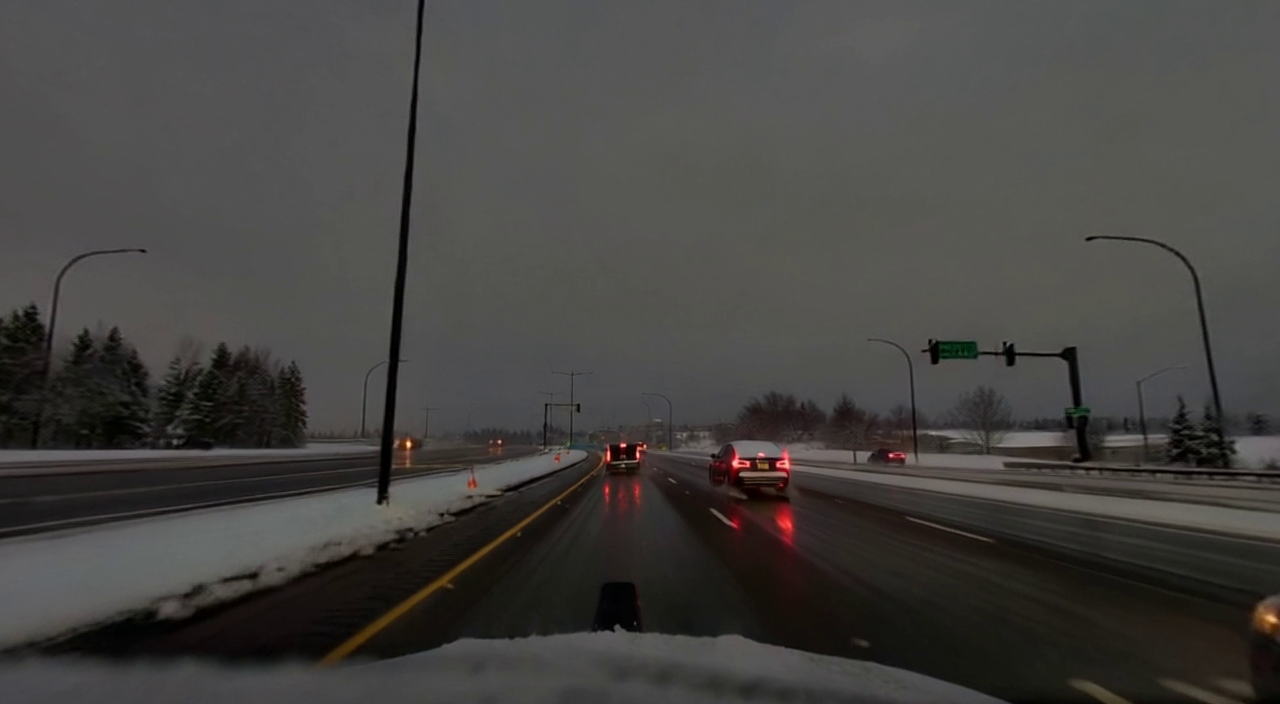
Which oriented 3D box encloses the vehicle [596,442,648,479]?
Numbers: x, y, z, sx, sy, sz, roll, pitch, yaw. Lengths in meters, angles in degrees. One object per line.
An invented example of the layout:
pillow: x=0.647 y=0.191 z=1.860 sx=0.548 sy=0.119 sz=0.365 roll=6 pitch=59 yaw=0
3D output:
vehicle: x=-0.751 y=4.671 z=27.387 sx=2.069 sy=1.470 sz=4.004 roll=0 pitch=-9 yaw=-1

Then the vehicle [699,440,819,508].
vehicle: x=2.795 y=2.979 z=15.975 sx=2.042 sy=1.460 sz=4.451 roll=0 pitch=-9 yaw=-2

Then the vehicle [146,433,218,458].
vehicle: x=-32.199 y=6.592 z=44.583 sx=1.865 sy=1.651 sz=4.323 roll=0 pitch=-9 yaw=-1

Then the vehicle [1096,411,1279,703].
vehicle: x=3.307 y=0.748 z=0.948 sx=1.996 sy=1.455 sz=4.281 roll=0 pitch=-9 yaw=-1

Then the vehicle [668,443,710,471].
vehicle: x=2.741 y=6.038 z=36.556 sx=1.916 sy=1.487 sz=4.117 roll=0 pitch=-9 yaw=-3
